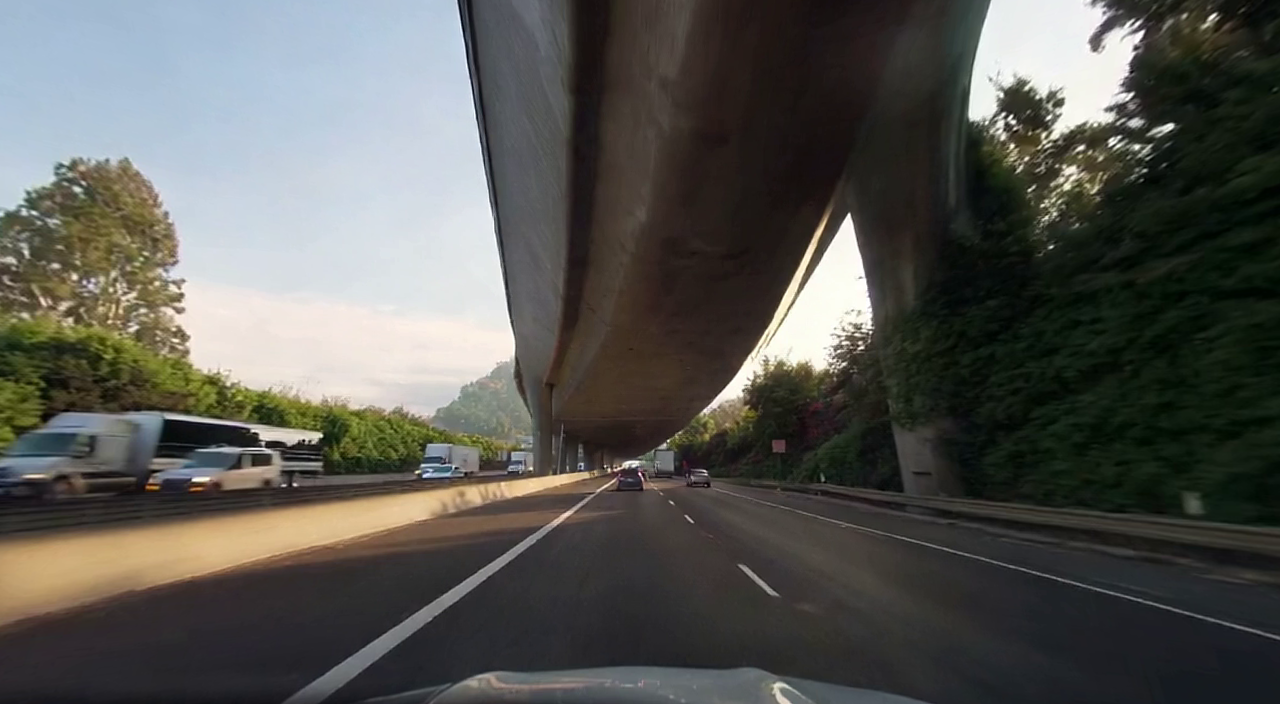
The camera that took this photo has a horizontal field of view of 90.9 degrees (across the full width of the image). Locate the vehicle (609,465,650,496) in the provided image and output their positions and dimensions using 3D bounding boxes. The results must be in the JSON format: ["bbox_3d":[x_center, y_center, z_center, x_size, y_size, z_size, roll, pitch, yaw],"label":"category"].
[{"bbox_3d":[-0.544,6.702,33.046,2.010,1.436,3.973,1,-10,-1],"label":"vehicle"}]

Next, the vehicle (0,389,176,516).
[{"bbox_3d":[-20.041,3.542,22.014,3.080,3.824,5.623,1,-10,-1],"label":"vehicle"}]
